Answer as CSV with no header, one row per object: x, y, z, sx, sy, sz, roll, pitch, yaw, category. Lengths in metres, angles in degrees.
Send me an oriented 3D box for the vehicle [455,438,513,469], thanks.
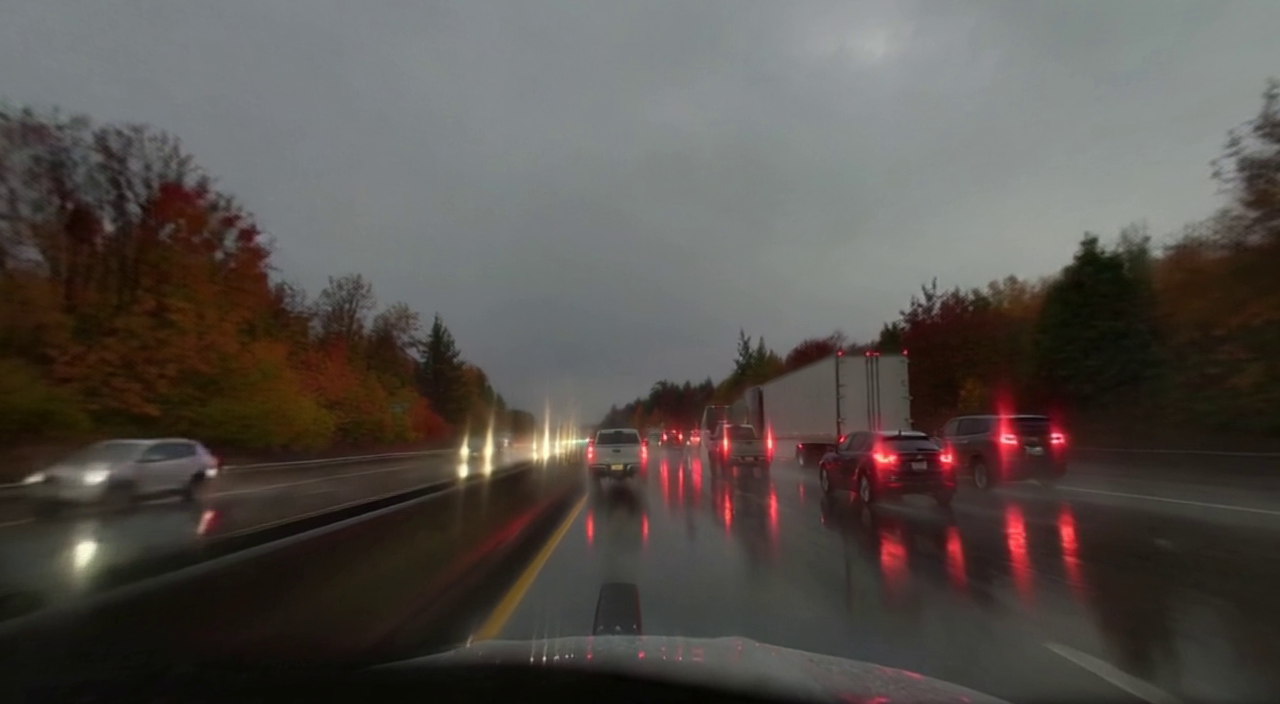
-8.754,5.713,35.728,2.054,1.579,4.792,0,-8,0,vehicle

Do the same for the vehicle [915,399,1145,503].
8.475,2.195,14.366,2.116,1.965,4.691,0,-8,-2,vehicle

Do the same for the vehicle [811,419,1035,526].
4.627,2.011,11.118,2.040,1.523,4.068,0,-8,0,vehicle

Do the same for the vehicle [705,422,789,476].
3.635,3.386,22.127,2.147,1.707,3.963,0,-8,-1,vehicle

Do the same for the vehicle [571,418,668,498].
-0.484,2.593,15.893,2.087,1.709,4.455,0,-8,-1,vehicle

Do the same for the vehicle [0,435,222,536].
-11.791,2.787,13.975,2.024,1.848,4.395,0,-8,-2,vehicle

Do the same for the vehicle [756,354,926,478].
7.867,2.970,27.578,2.867,4.066,13.802,0,-7,0,vehicle
